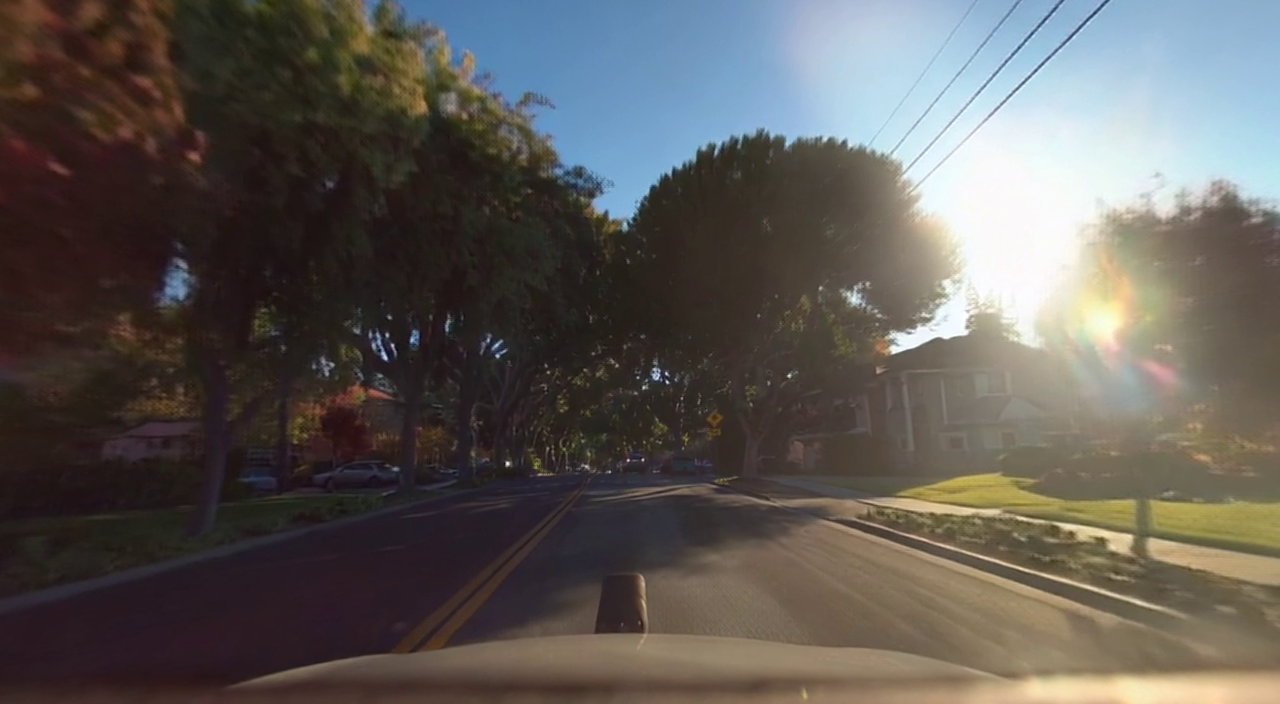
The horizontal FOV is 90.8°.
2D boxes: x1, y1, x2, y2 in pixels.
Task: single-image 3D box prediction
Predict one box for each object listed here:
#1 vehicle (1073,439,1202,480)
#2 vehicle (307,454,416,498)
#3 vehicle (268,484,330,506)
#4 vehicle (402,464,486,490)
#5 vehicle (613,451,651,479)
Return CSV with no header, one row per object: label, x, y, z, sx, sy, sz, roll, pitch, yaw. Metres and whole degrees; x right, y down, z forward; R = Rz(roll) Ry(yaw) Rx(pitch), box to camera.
vehicle,23.629,5.080,30.191,4.330,1.767,1.946,-1,-8,16
vehicle,-17.091,7.559,38.935,5.586,2.532,2.444,-1,-9,8
vehicle,-25.387,10.640,47.105,3.733,1.480,1.672,-2,-8,10
vehicle,-12.576,8.022,40.605,4.676,1.484,2.068,-2,-9,12
vehicle,-0.509,6.474,36.410,2.022,1.481,4.050,0,-9,-3
